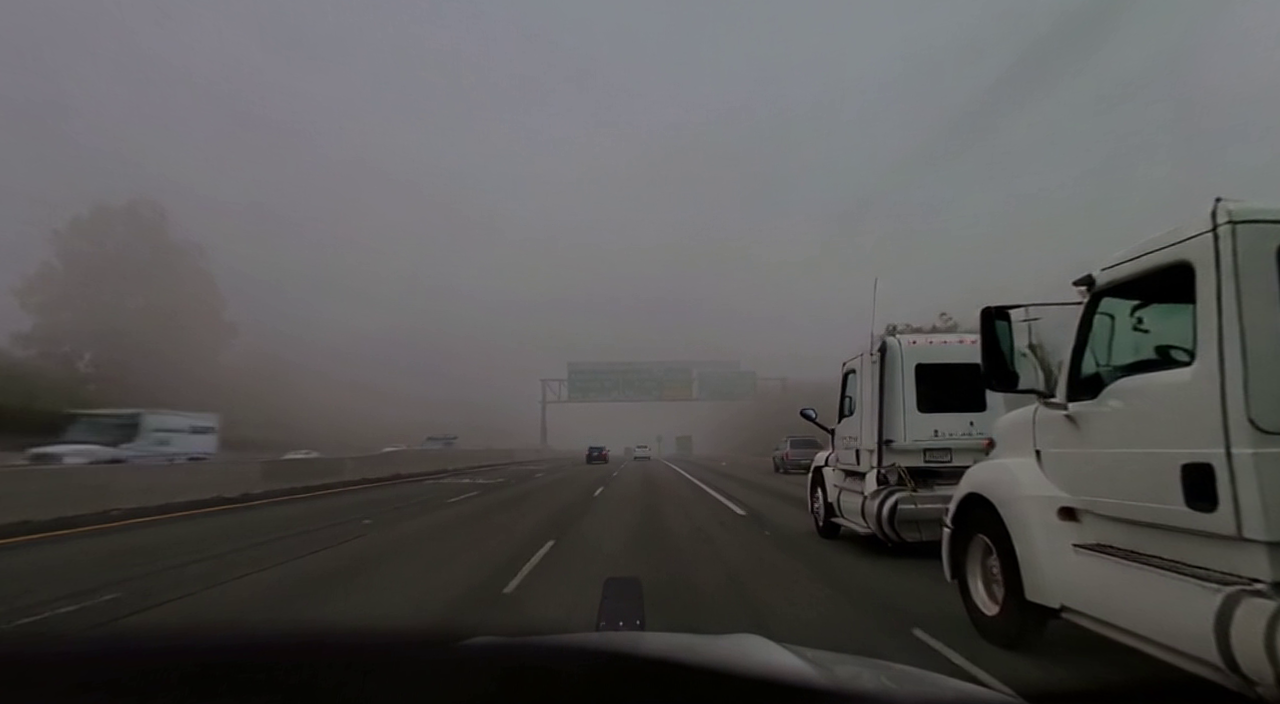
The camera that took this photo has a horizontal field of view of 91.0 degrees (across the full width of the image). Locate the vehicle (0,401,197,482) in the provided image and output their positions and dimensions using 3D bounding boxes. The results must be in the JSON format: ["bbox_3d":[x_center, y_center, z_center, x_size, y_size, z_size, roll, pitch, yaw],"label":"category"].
[{"bbox_3d":[-14.507,2.368,16.536,2.205,1.808,4.768,0,-9,1],"label":"vehicle"}]

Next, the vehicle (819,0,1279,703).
[{"bbox_3d":[3.970,-0.540,0.839,2.899,4.078,16.430,0,-8,1],"label":"vehicle"}]
